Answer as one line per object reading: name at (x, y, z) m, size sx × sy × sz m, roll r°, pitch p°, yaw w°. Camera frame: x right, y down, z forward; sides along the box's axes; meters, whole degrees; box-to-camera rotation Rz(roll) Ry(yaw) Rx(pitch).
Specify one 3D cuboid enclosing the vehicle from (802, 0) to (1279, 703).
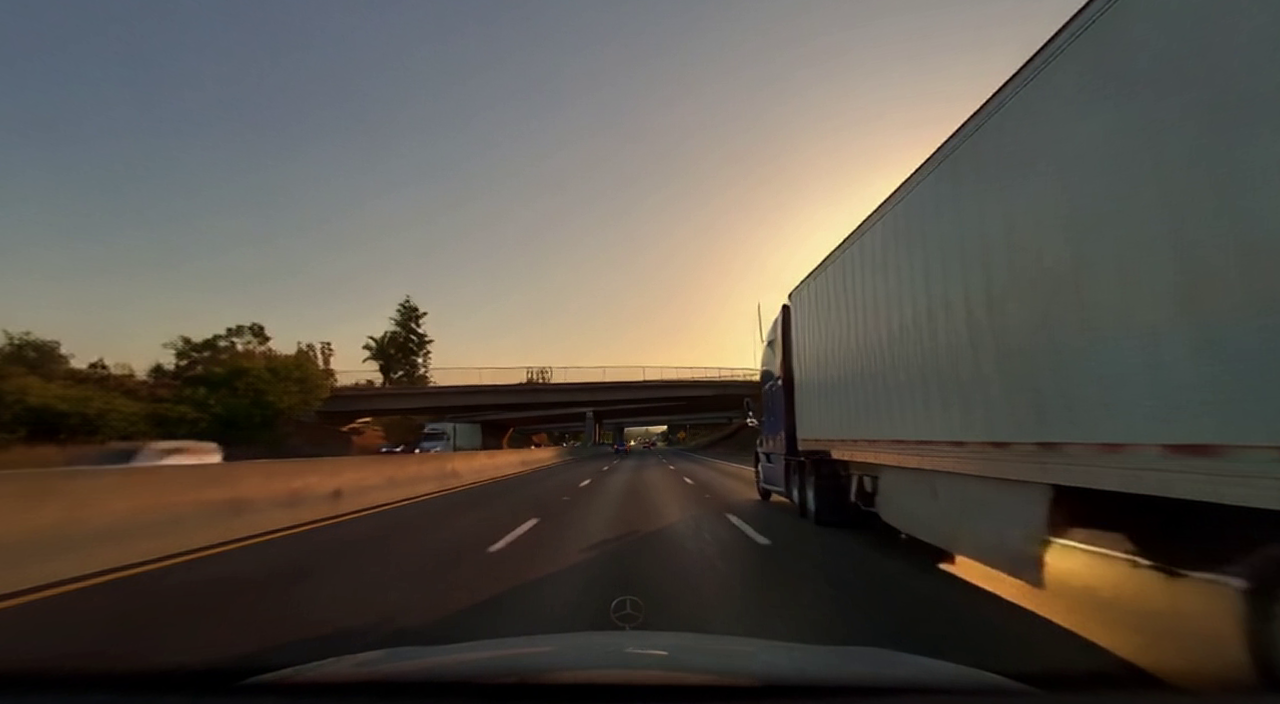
vehicle at (4.035, 0.004, 4.028) m, size 2.870 × 3.768 × 11.872 m, roll 0°, pitch -8°, yaw 0°
